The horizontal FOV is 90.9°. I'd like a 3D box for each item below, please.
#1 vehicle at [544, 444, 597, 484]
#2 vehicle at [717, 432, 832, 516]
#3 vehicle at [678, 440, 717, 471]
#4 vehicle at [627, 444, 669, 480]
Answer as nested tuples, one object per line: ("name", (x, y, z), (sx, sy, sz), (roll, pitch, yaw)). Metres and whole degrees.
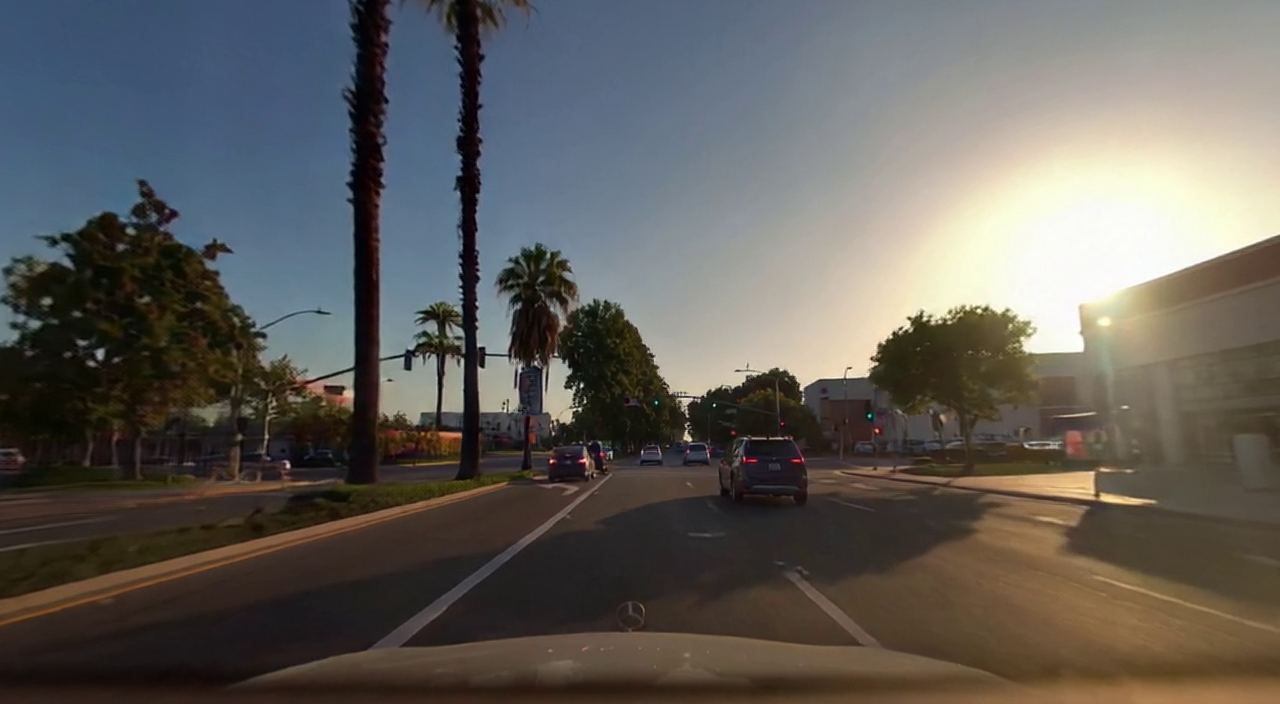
("vehicle", (-2.935, 4.822, 27.484), (1.788, 1.600, 4.298), (0, -8, 1))
("vehicle", (3.087, 2.860, 15.321), (1.872, 1.752, 3.896), (0, -8, -1))
("vehicle", (3.789, 6.941, 42.546), (2.154, 1.975, 4.634), (0, -8, 0))
("vehicle", (0.377, 5.435, 31.549), (1.991, 1.664, 3.814), (0, -8, 0))
